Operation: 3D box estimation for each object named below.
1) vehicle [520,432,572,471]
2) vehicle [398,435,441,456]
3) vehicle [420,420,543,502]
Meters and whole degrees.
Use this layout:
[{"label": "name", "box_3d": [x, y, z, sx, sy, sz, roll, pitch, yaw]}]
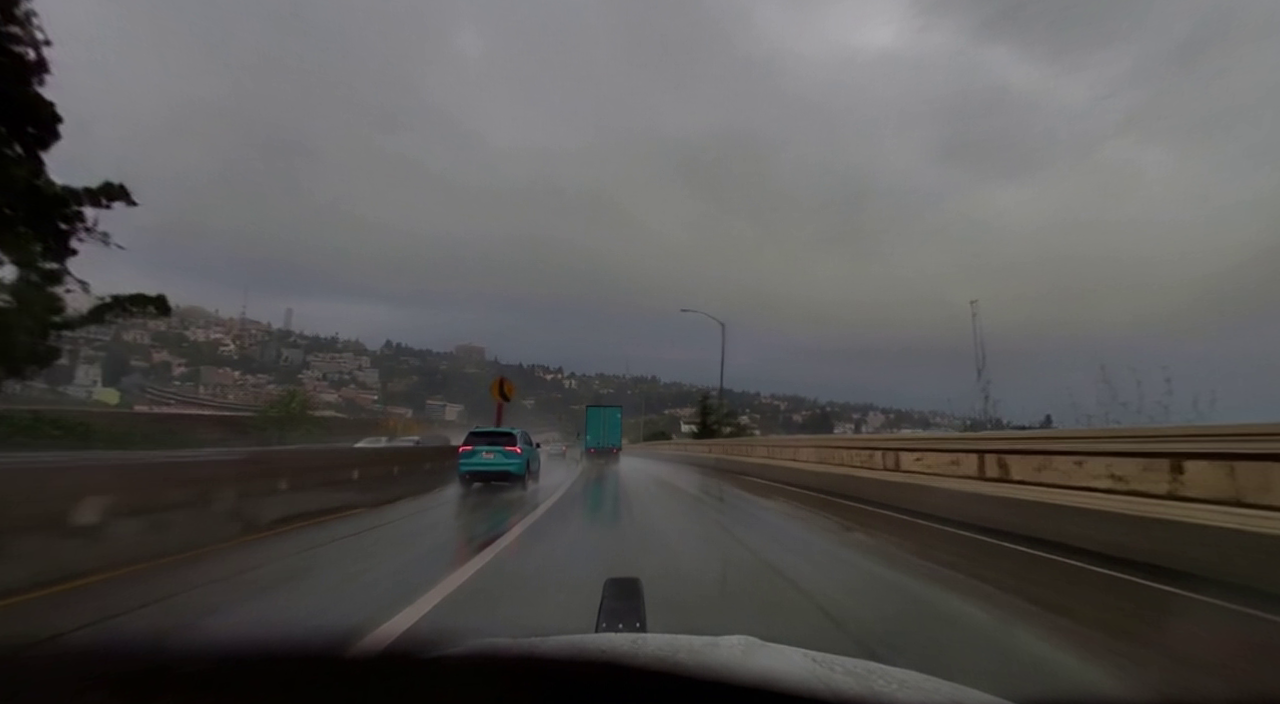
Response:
[{"label": "vehicle", "box_3d": [-4.520, 4.880, 31.046, 2.044, 1.740, 4.361, 1, -9, -2]}, {"label": "vehicle", "box_3d": [-16.179, 6.885, 46.394, 1.829, 1.490, 4.148, 1, -9, -4]}, {"label": "vehicle", "box_3d": [-3.755, 2.672, 15.804, 2.041, 1.734, 4.391, 1, -8, -1]}]
